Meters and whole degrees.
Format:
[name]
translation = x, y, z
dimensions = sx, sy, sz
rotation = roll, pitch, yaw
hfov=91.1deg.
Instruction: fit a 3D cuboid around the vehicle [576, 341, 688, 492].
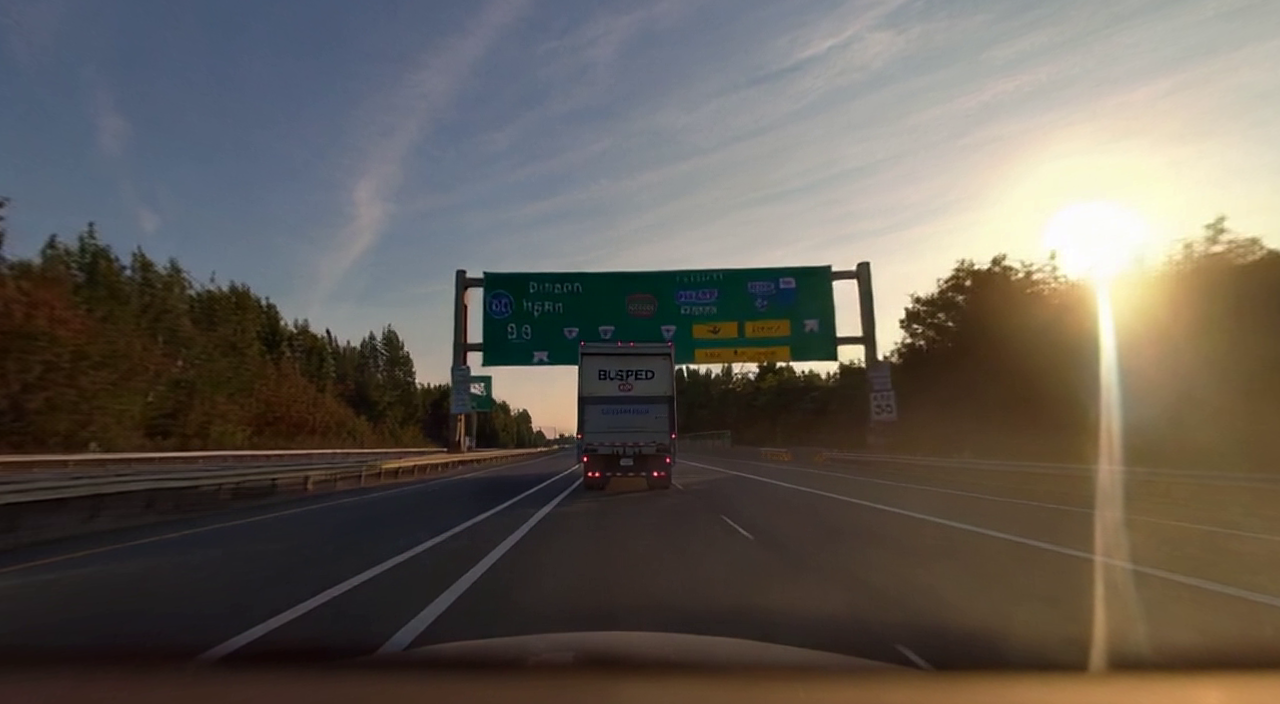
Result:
[vehicle]
translation = -0.399, 2.258, 20.639
dimensions = 2.870, 3.911, 8.697
rotation = 0, -8, -3
